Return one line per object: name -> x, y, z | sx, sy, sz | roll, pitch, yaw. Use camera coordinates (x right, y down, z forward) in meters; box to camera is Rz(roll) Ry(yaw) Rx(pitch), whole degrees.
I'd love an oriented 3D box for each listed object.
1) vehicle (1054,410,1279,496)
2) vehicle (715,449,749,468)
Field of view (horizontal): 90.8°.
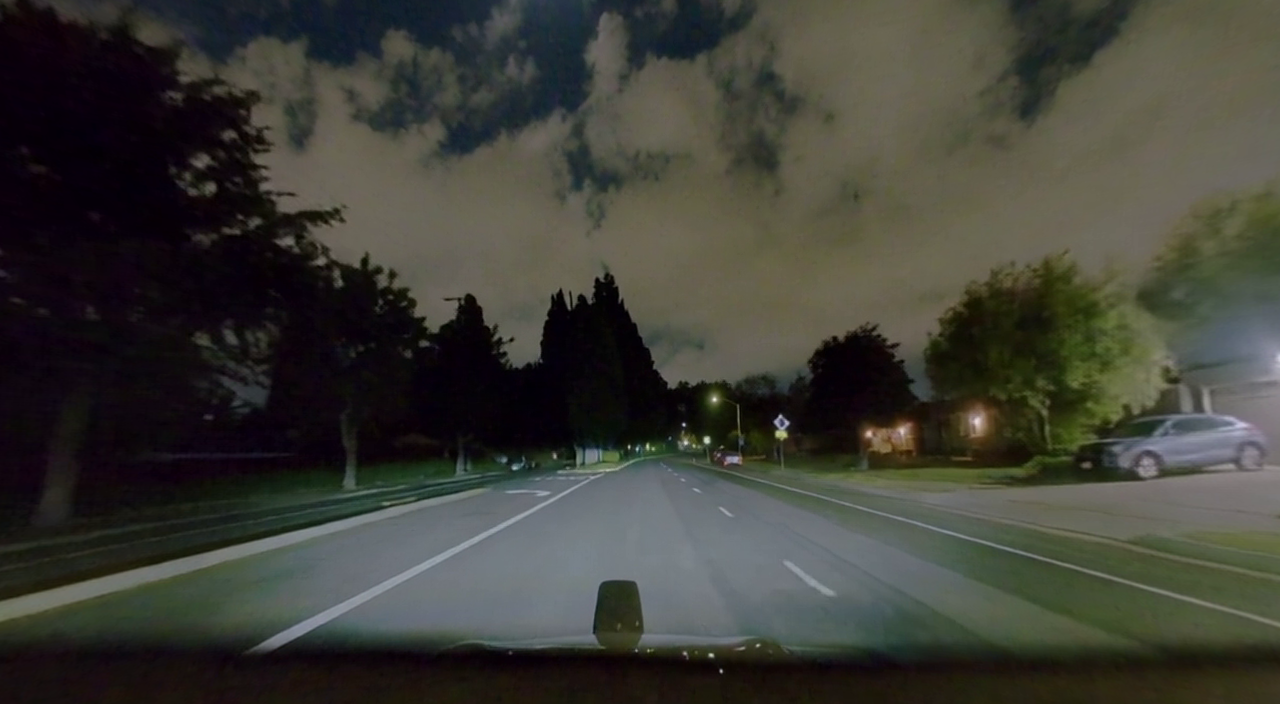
vehicle -> 13.606, 2.530, 15.946 | 4.711, 1.979, 2.019 | -1, -9, 4
vehicle -> 7.161, 8.266, 49.348 | 1.946, 1.404, 4.609 | 0, -9, 0
